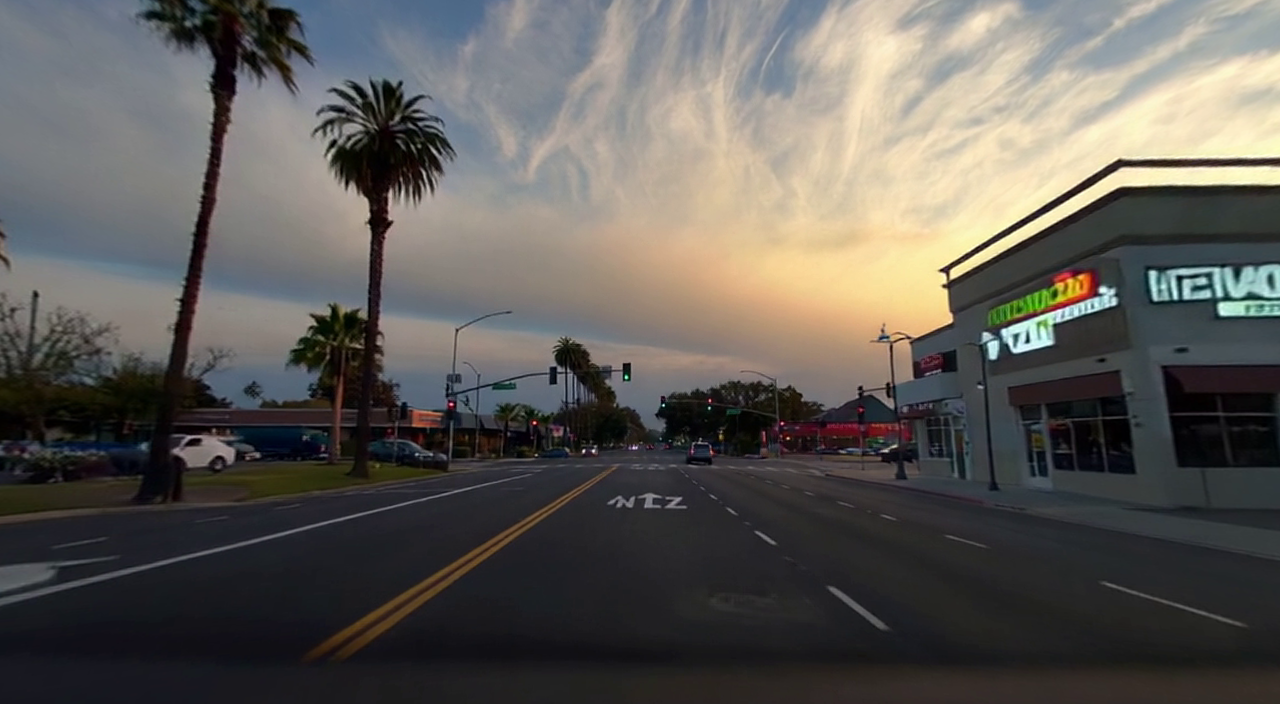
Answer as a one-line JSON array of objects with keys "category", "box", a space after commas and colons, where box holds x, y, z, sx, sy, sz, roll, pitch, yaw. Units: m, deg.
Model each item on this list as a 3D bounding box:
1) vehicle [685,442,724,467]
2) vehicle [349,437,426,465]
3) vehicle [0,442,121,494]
[{"category": "vehicle", "box": [4.165, 6.701, 41.372, 2.065, 1.507, 4.225, 0, -9, -1]}, {"category": "vehicle", "box": [-19.326, 7.596, 48.296, 4.901, 2.064, 2.296, 0, -8, 1]}, {"category": "vehicle", "box": [-18.491, 3.415, 18.745, 4.277, 1.453, 1.913, 0, -9, -1]}]
